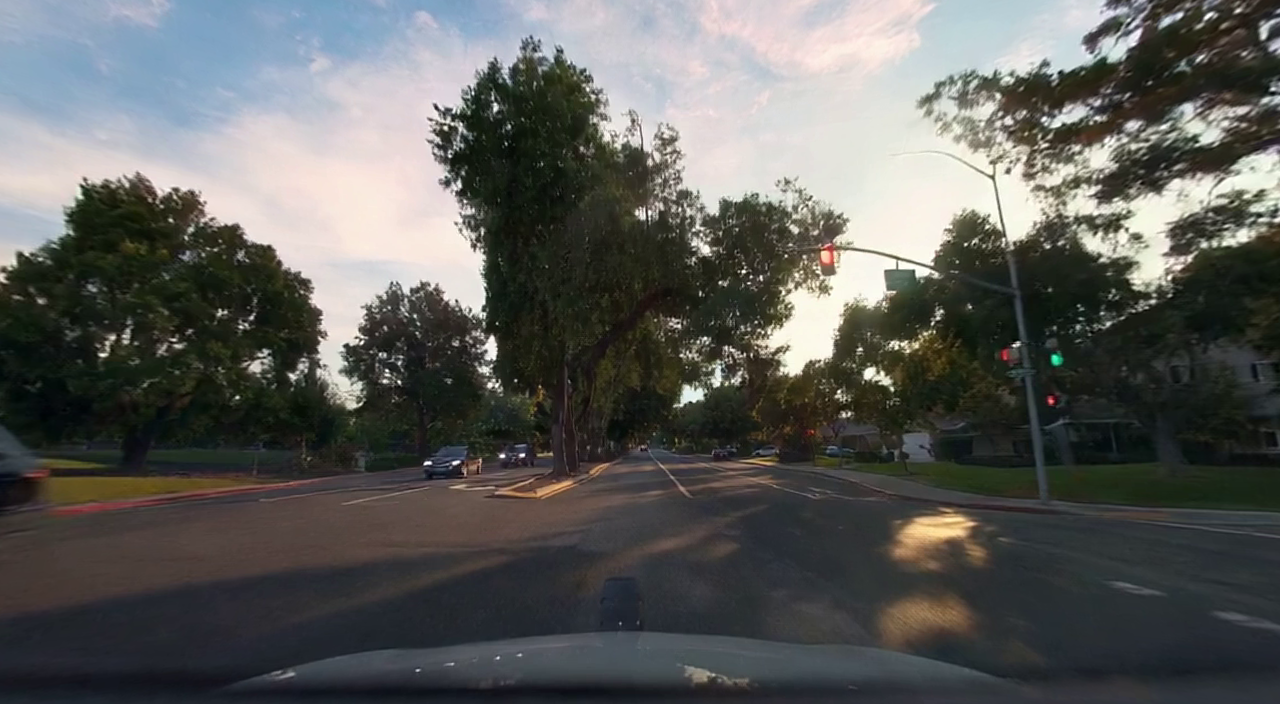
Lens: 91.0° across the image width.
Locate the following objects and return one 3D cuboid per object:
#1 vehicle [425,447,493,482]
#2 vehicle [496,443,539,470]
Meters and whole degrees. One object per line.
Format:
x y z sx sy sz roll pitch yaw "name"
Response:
-8.377 5.204 29.481 1.891 1.522 4.184 0 -9 1 "vehicle"
-8.502 7.297 44.064 2.118 1.733 4.372 0 -9 -1 "vehicle"
